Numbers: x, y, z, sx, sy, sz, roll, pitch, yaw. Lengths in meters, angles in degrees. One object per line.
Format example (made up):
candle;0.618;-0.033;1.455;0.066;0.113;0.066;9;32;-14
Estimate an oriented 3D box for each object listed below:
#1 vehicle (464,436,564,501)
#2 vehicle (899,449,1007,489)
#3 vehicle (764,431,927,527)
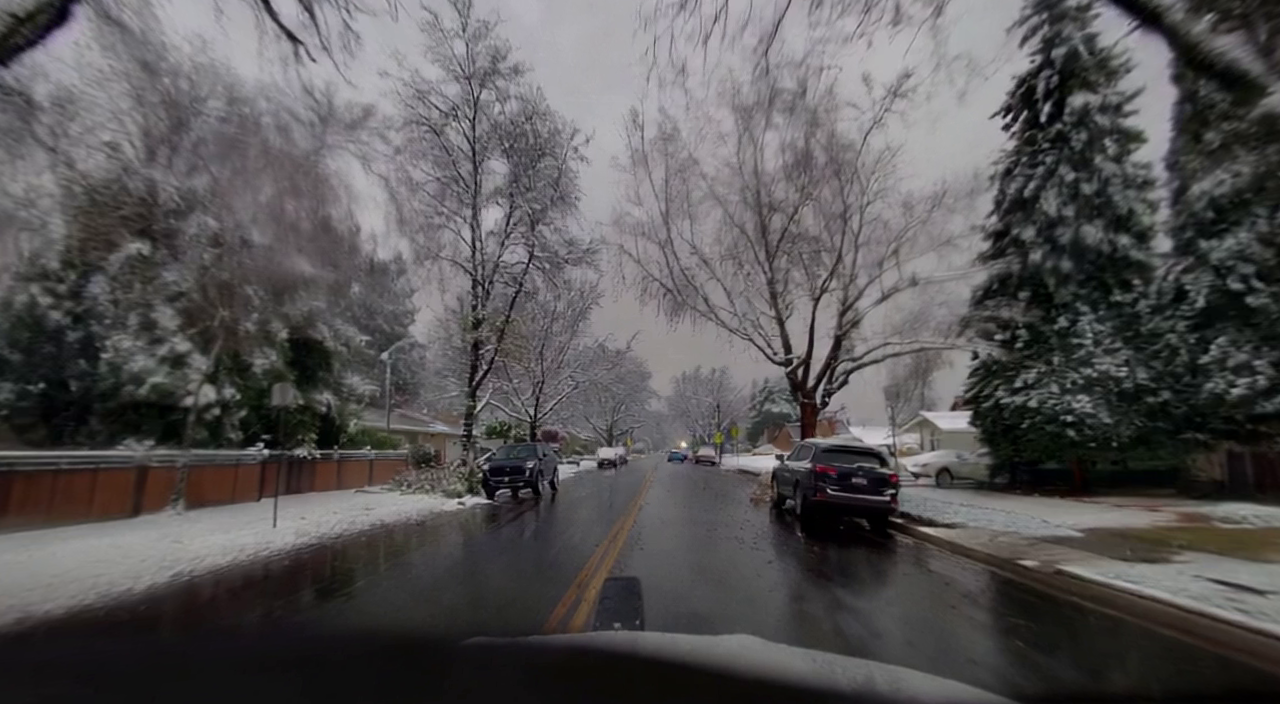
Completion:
vehicle;-4.049;3.868;21.099;2.093;1.810;4.555;-3;-10;4
vehicle;12.928;4.770;26.052;4.242;1.503;1.922;5;-10;-32
vehicle;4.053;2.569;13.342;2.115;1.673;4.236;-1;-9;2
